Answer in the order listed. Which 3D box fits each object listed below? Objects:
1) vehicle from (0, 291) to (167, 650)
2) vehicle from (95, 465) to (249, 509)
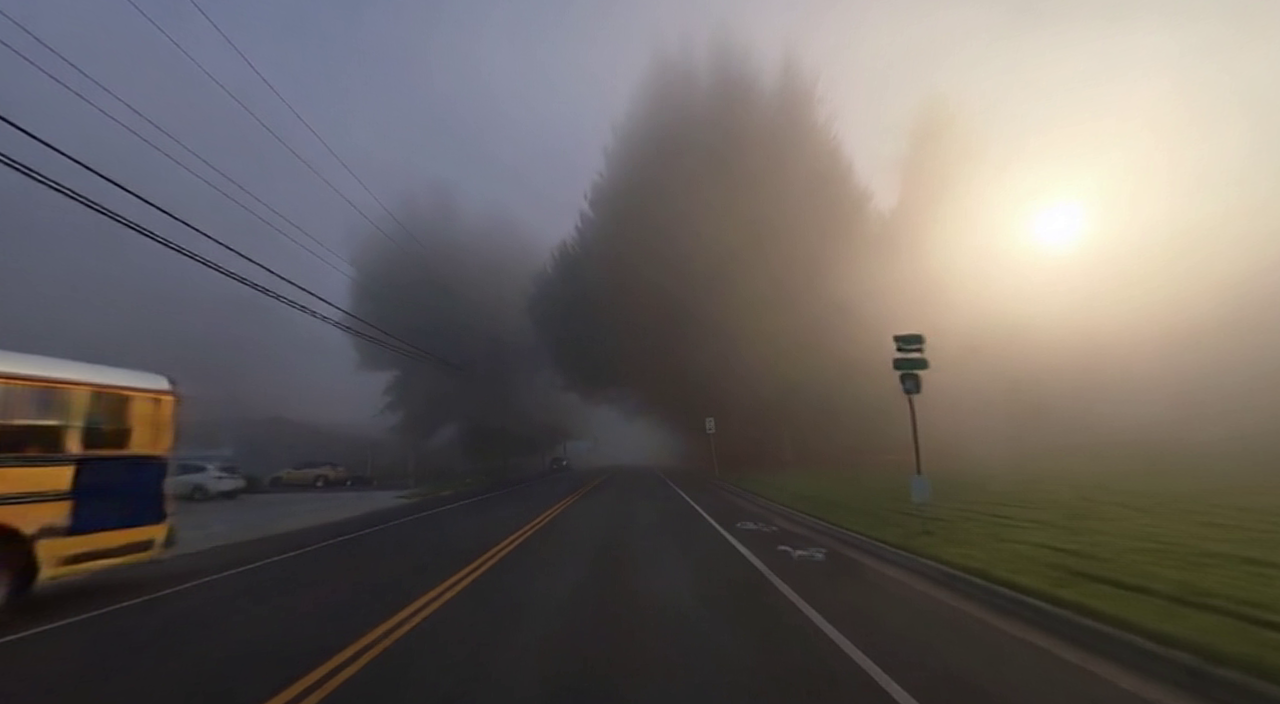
[{"bbox_3d":[-6.662,0.652,3.190,2.835,2.876,7.091,0,-9,1],"label":"vehicle"},{"bbox_3d":[-16.919,4.868,22.955,4.234,1.436,1.935,-2,-9,8],"label":"vehicle"}]
